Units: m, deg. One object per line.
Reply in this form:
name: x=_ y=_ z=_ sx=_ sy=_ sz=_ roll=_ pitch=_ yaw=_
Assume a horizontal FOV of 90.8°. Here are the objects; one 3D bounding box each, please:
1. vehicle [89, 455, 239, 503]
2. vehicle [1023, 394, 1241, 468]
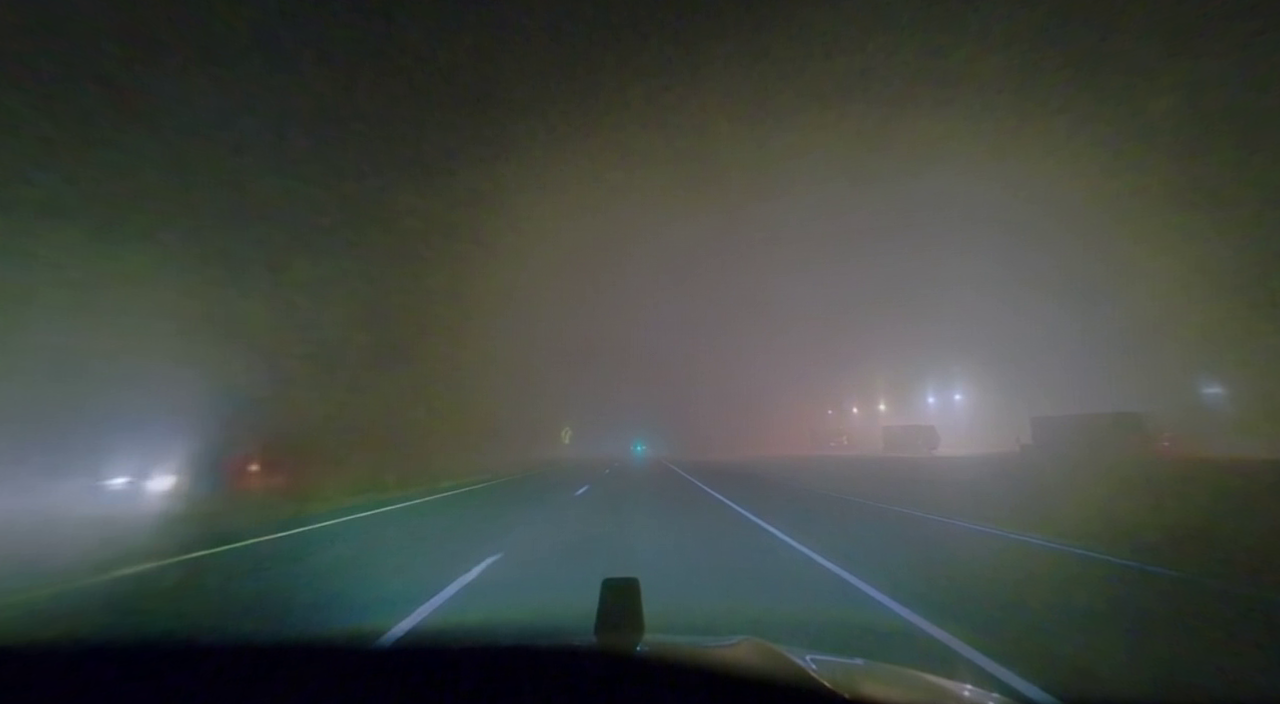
vehicle: x=-16.839 y=4.470 z=22.677 sx=1.829 sy=1.490 sz=4.559 roll=0 pitch=-9 yaw=0
vehicle: x=30.679 y=5.336 z=40.962 sx=2.942 sy=3.946 sz=14.093 roll=0 pitch=-9 yaw=1
